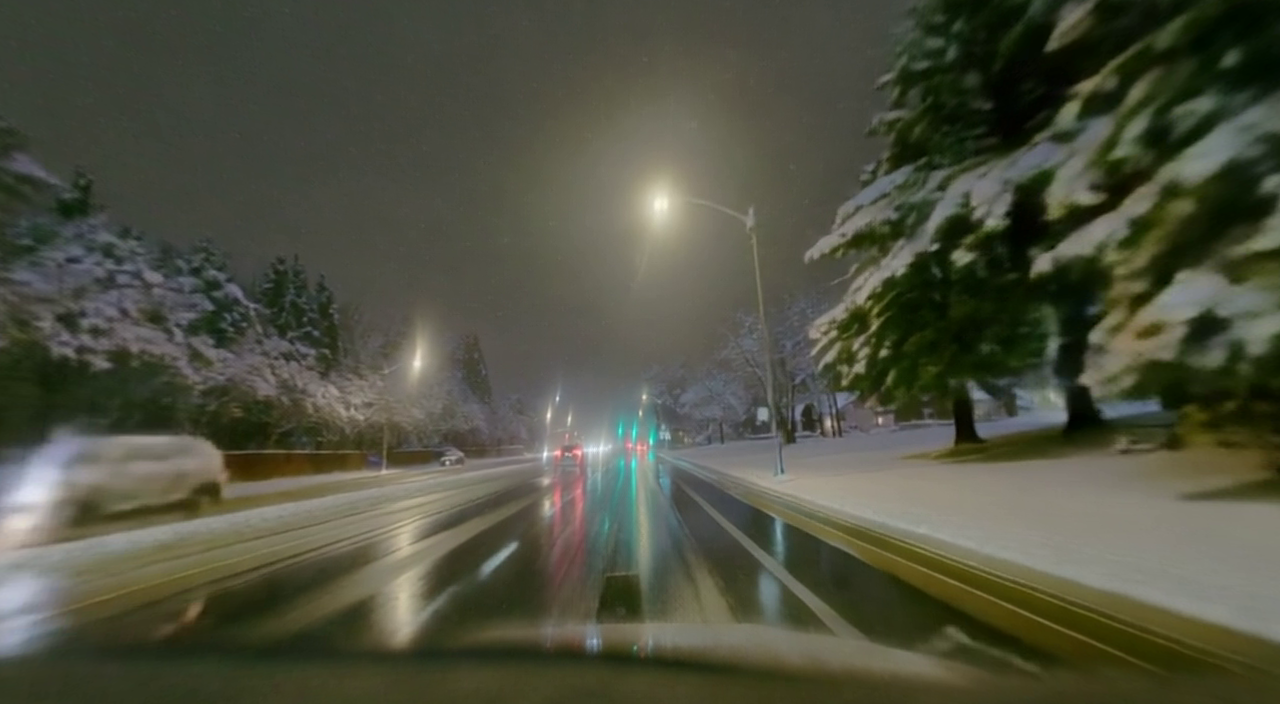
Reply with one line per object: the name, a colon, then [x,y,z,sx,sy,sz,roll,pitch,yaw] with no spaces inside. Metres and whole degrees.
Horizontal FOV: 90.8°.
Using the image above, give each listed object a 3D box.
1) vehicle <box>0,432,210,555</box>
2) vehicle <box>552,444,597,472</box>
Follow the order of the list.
vehicle: [-10.075,2.272,10.735,2.168,1.703,4.753,0,-8,0]
vehicle: [-3.520,5.757,34.593,1.992,1.447,4.044,0,-8,0]
